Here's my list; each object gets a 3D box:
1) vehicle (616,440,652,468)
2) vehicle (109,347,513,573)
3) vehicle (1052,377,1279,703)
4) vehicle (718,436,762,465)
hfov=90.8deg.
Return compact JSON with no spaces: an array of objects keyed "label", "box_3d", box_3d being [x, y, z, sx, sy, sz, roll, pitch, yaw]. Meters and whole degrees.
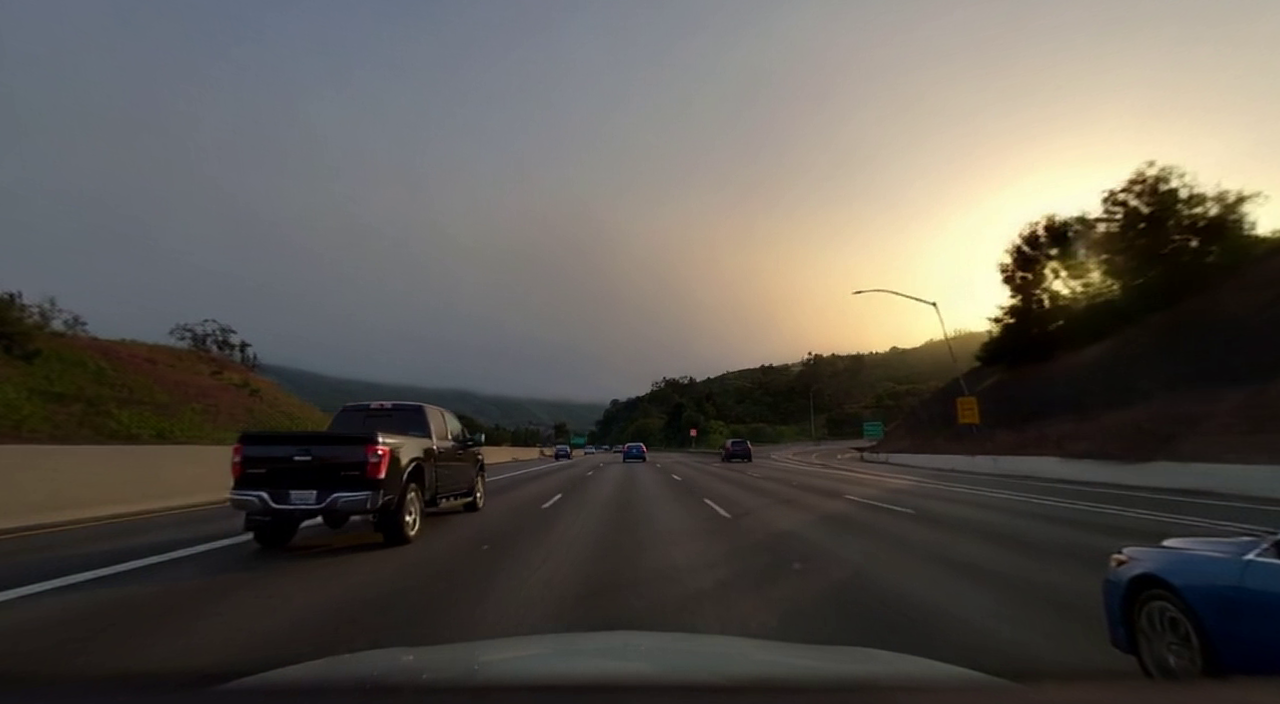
[{"label":"vehicle","box_3d":[-0.392,6.354,39.604,2.157,1.642,4.189,0,-9,-1]},{"label":"vehicle","box_3d":[-3.765,1.477,9.160,2.592,2.179,6.034,0,-9,0]},{"label":"vehicle","box_3d":[3.055,0.631,0.631,2.072,1.501,4.694,0,-9,-1]},{"label":"vehicle","box_3d":[6.776,6.763,43.476,2.103,1.898,5.310,0,-9,-1]}]
